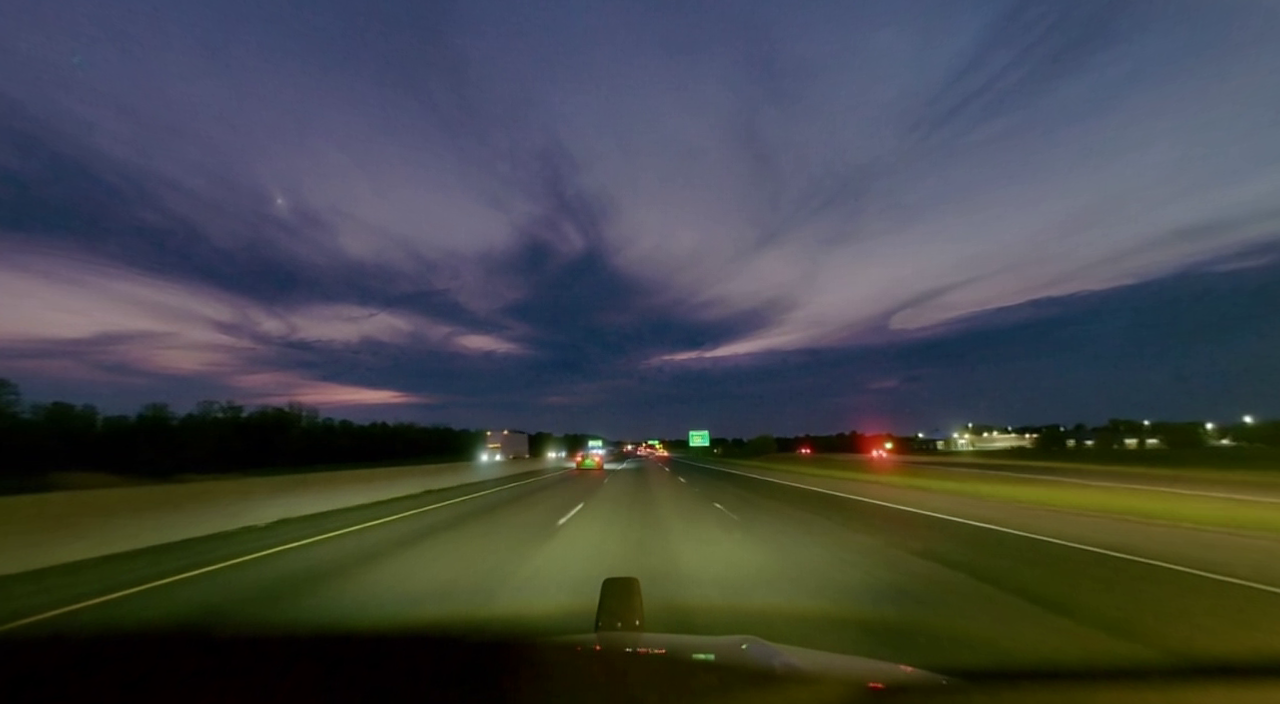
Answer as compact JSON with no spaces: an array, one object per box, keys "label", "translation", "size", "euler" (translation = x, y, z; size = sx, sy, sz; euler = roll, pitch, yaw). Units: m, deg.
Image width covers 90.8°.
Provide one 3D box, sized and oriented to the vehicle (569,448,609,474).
[{"label":"vehicle","translation":[-3.238,6.988,40.643],"size":[2.180,1.537,4.459],"euler":[0,-9,0]}]
